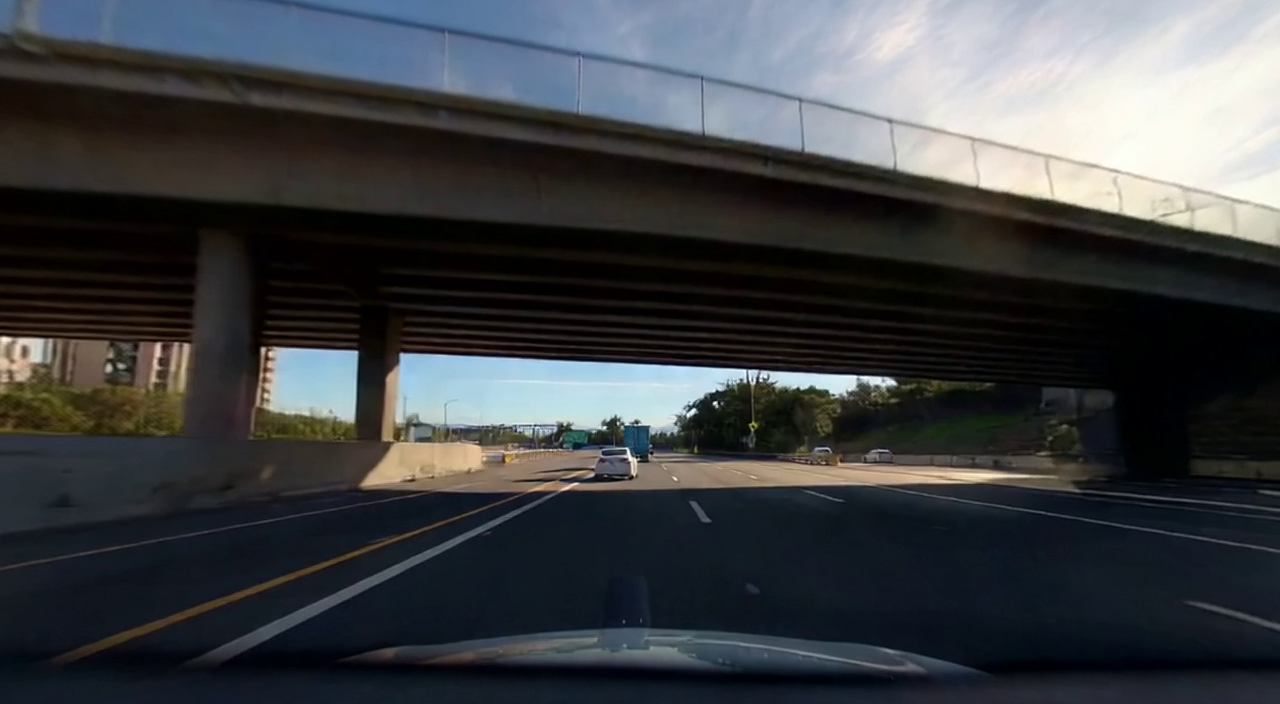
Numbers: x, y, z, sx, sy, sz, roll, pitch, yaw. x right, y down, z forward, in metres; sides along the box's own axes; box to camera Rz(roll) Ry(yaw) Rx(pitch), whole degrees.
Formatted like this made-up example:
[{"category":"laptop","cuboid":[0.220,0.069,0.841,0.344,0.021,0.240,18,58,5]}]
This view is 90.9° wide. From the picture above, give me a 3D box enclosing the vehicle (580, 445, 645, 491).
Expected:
[{"category":"vehicle","cuboid":[-0.864,4.078,22.473,2.039,1.478,4.483,0,-9,1]}]
